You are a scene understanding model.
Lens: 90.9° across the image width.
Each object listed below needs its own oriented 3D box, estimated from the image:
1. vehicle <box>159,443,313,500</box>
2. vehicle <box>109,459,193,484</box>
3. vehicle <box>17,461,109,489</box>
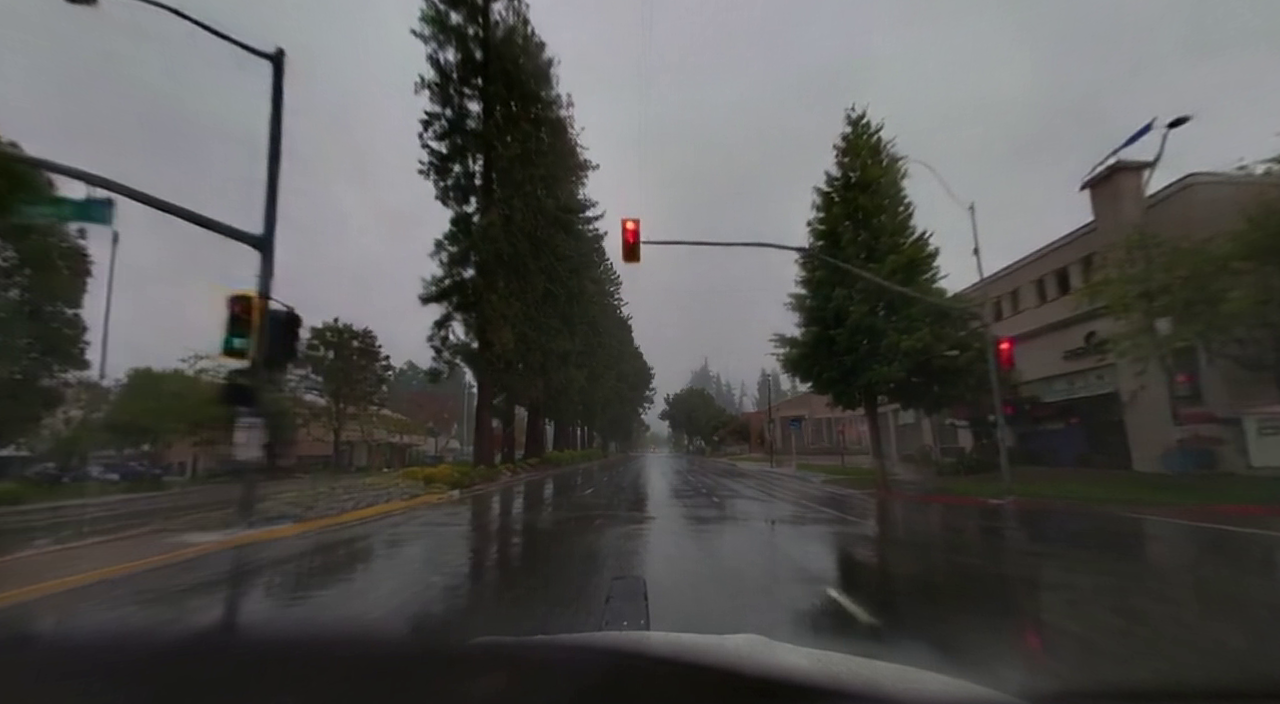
[{"bbox_3d":[-12.230,3.613,19.496,1.882,1.541,4.280,0,-9,0],"label":"vehicle"},{"bbox_3d":[-31.818,7.764,41.183,1.876,1.470,4.706,1,-9,-2],"label":"vehicle"},{"bbox_3d":[-37.211,7.928,40.803,1.796,1.451,4.459,-4,-8,0],"label":"vehicle"}]
